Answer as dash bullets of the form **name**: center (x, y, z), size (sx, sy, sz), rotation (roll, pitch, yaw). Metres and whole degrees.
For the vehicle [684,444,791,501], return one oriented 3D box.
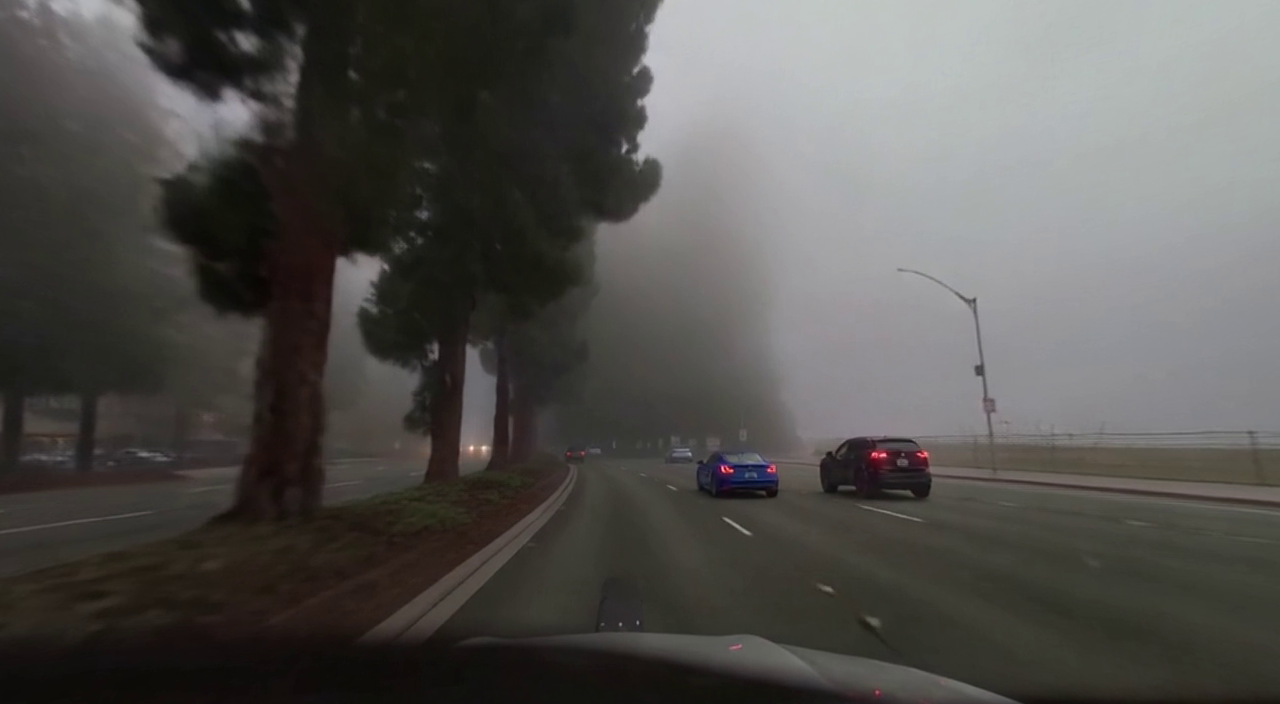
- **vehicle**: center (2.517, 3.241, 17.540), size (1.990, 1.347, 4.388), rotation (0, -8, -4)

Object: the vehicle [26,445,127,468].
- **vehicle**: center (-37.608, 6.981, 42.271), size (4.708, 1.480, 1.935), rotation (1, -9, -6)

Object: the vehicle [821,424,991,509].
- **vehicle**: center (6.123, 2.684, 15.257), size (1.987, 1.730, 4.373), rotation (0, -8, -3)

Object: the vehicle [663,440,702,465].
- **vehicle**: center (2.969, 7.125, 44.837), size (1.931, 1.685, 4.054), rotation (1, -9, -9)
